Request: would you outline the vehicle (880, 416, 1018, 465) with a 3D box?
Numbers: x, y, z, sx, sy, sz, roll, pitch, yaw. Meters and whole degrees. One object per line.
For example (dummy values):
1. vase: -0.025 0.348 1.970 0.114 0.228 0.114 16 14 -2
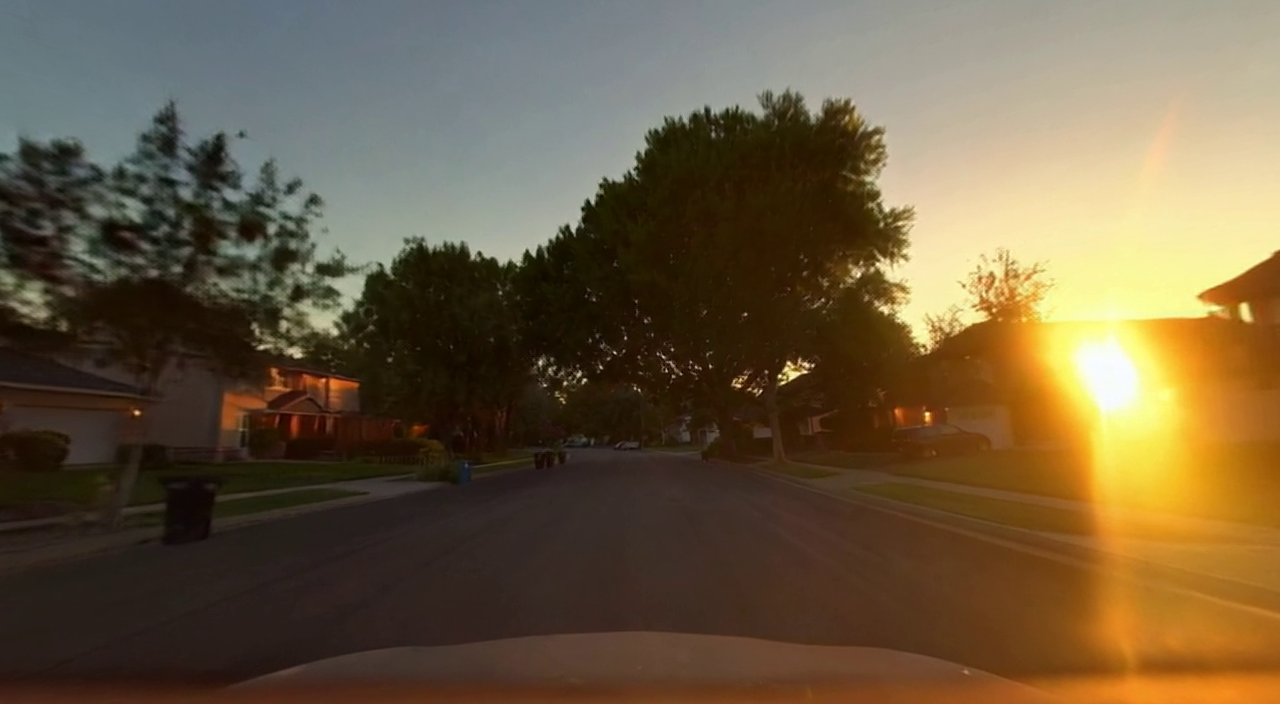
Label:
1. vehicle: 12.534 3.632 25.737 4.581 1.853 2.024 2 -8 -7
